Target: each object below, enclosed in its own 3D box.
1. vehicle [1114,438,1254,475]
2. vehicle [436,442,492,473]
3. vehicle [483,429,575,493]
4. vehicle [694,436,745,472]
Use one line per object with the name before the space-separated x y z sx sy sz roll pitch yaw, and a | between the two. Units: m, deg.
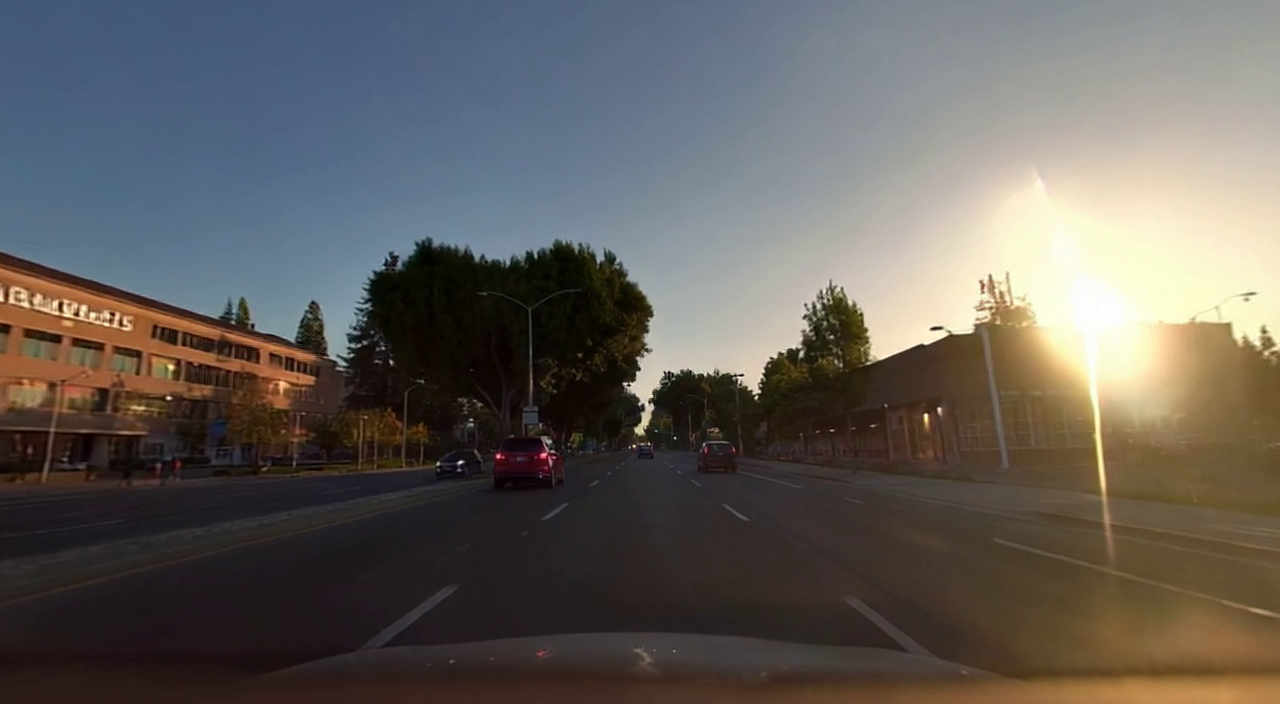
vehicle | 30.151 5.804 35.243 2.274 1.901 5.570 2 -9 -11
vehicle | -10.602 6.347 38.283 2.098 1.749 4.584 0 -8 -1
vehicle | -3.387 3.429 20.173 2.047 1.810 4.414 0 -9 1
vehicle | 4.145 5.396 33.464 2.083 1.779 4.347 0 -9 -1
